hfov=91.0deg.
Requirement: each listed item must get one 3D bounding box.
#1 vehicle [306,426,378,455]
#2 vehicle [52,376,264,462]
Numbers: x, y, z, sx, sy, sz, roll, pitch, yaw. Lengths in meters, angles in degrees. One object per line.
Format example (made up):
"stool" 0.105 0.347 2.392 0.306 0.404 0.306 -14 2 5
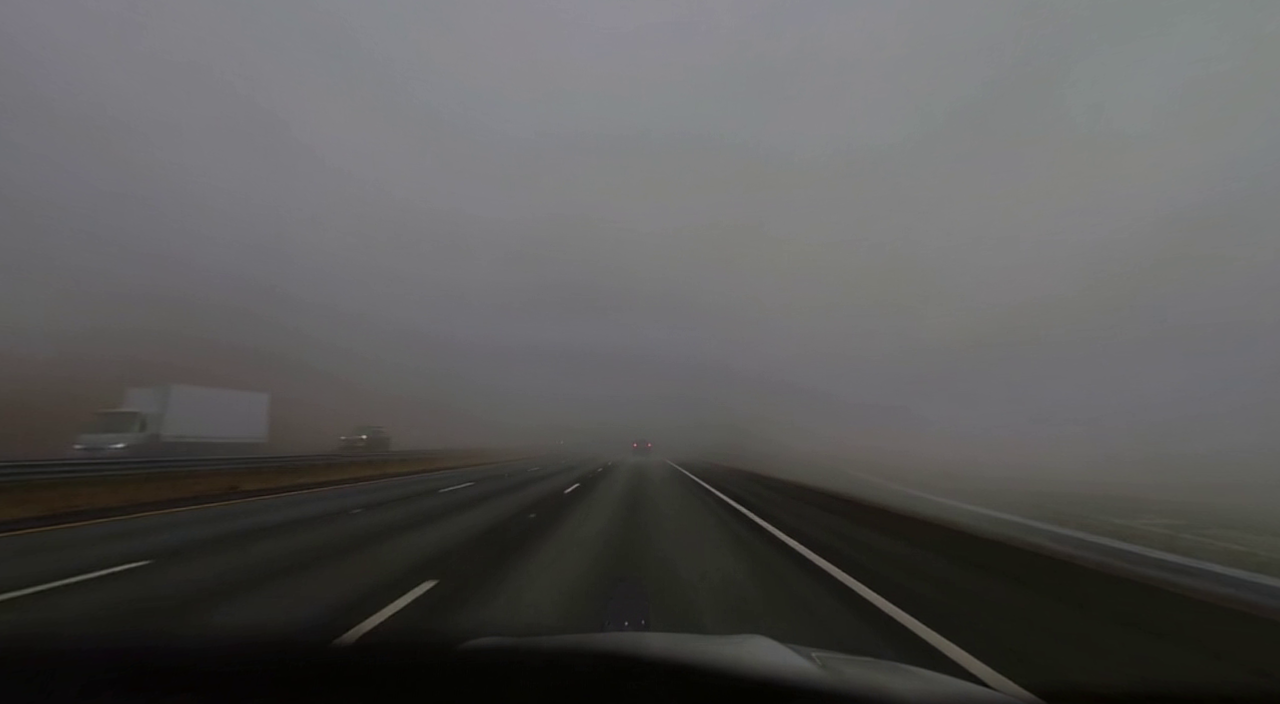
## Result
"vehicle" -19.672 5.892 41.824 2.050 1.827 5.221 0 -8 2
"vehicle" -23.796 3.587 32.143 3.009 3.700 9.685 0 -8 0
